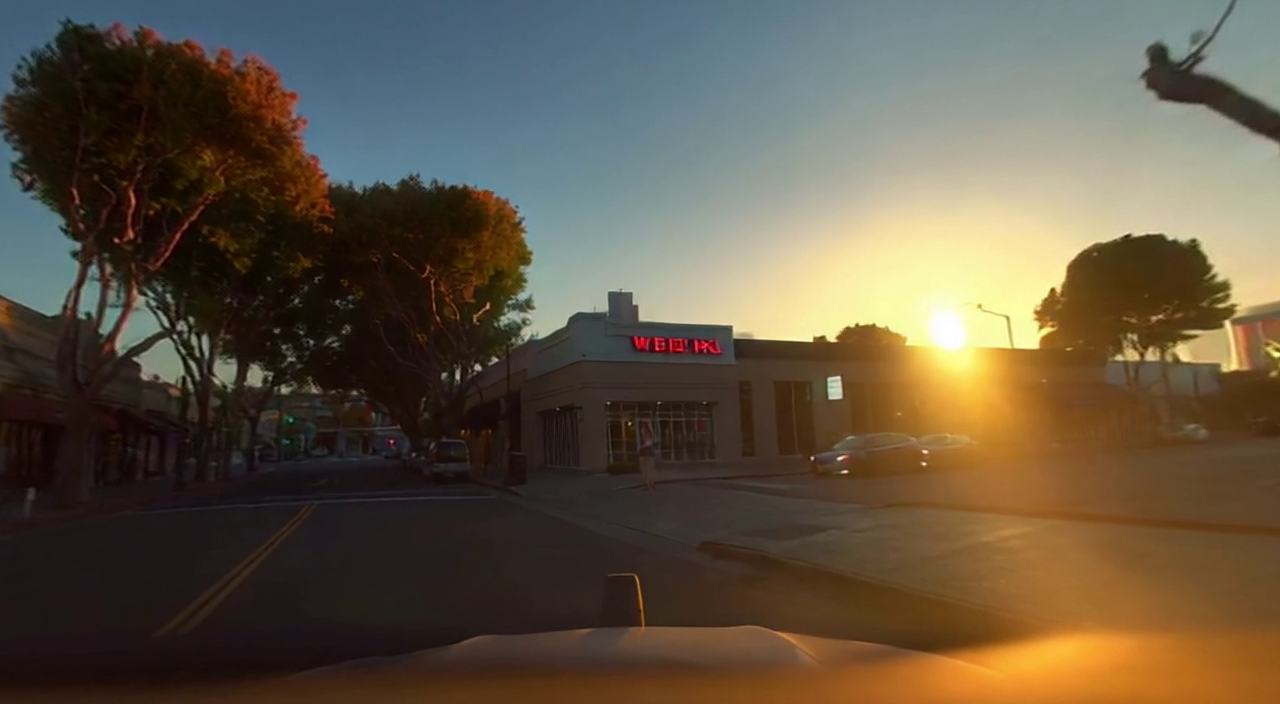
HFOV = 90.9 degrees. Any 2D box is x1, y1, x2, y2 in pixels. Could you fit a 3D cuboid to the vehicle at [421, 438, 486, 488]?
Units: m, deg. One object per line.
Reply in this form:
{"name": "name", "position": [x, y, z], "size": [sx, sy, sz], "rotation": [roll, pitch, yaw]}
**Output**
{"name": "vehicle", "position": [-8.578, 4.960, 28.749], "size": [2.150, 2.013, 4.748], "rotation": [4, -8, -24]}

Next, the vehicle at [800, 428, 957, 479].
{"name": "vehicle", "position": [8.407, 3.604, 22.551], "size": [4.814, 1.618, 1.869], "rotation": [-8, -11, 41]}

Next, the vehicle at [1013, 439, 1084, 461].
{"name": "vehicle", "position": [26.890, 6.444, 41.589], "size": [1.557, 1.372, 3.538], "rotation": [4, -10, -28]}

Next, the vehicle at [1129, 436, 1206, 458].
{"name": "vehicle", "position": [37.097, 6.688, 44.426], "size": [1.866, 1.486, 4.145], "rotation": [0, -8, 1]}
